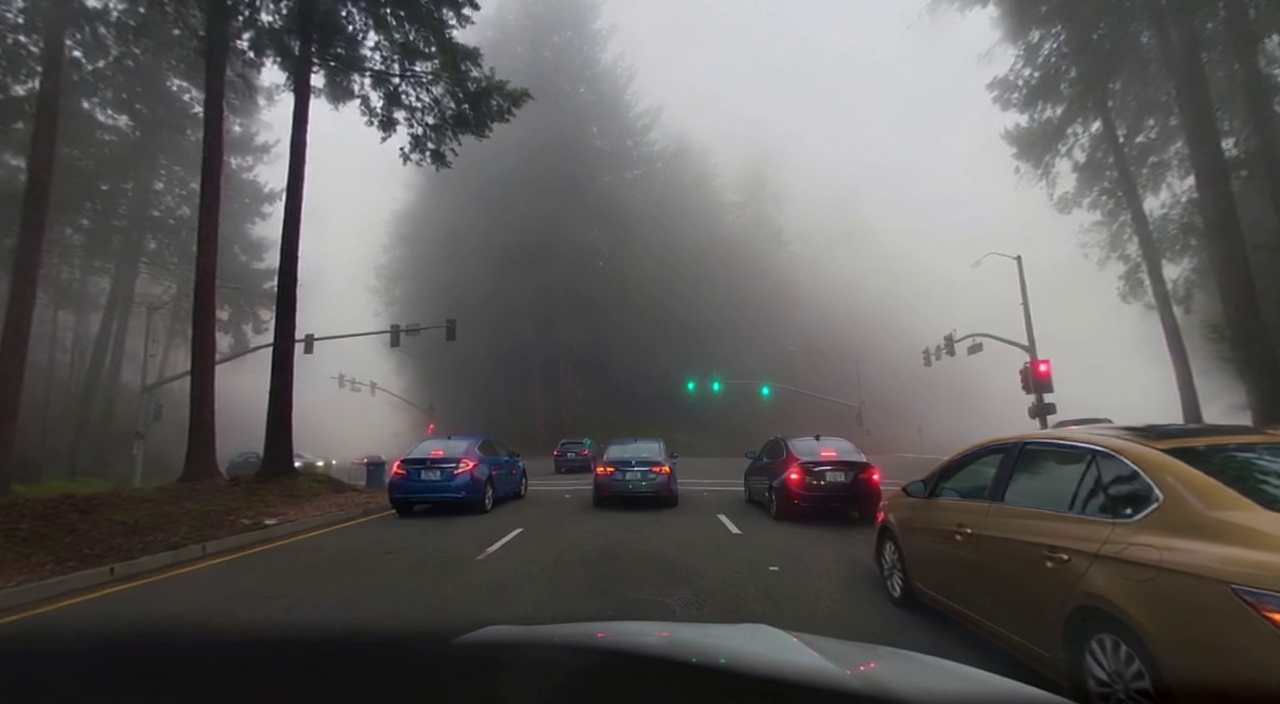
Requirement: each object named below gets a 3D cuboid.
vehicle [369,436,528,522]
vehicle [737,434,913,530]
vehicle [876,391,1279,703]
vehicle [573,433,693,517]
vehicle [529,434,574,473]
[{"bbox_3d":[-3.763,2.556,13.321,1.935,1.482,4.433,0,-8,0],"label":"vehicle"},{"bbox_3d":[3.175,2.292,11.895,1.975,1.460,4.357,0,-8,0],"label":"vehicle"},{"bbox_3d":[3.133,1.098,3.630,1.903,1.480,4.270,0,-8,0],"label":"vehicle"},{"bbox_3d":[-0.131,2.494,13.284,2.147,1.479,3.803,0,-8,0],"label":"vehicle"},{"bbox_3d":[-4.266,4.816,30.208,1.961,1.714,4.268,1,-8,-8],"label":"vehicle"}]
